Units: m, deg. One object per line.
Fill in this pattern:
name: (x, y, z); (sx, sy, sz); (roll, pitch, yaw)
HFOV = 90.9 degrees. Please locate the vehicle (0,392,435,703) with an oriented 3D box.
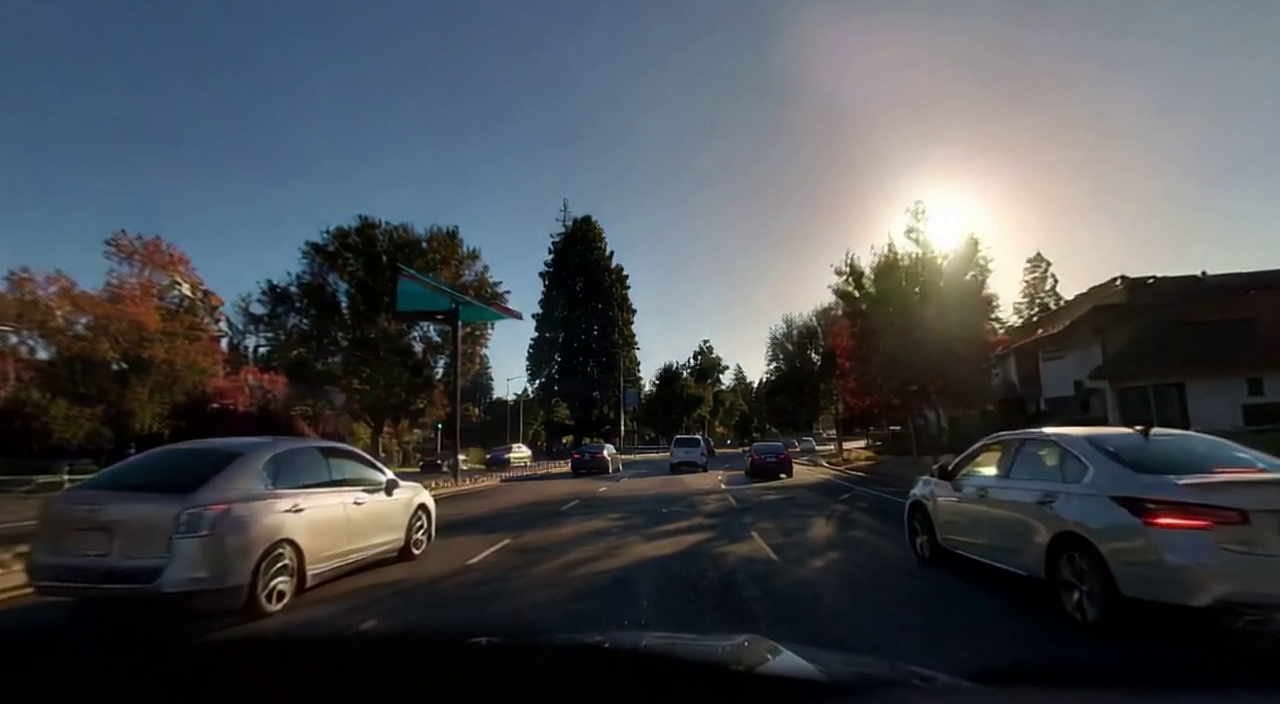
vehicle: (-3.421, 1.222, 4.524); (2.169, 1.468, 4.716); (-1, -9, 2)

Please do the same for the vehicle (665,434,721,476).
vehicle: (2.528, 4.739, 29.127); (2.250, 1.768, 4.574); (-2, -9, 8)

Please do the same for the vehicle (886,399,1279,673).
vehicle: (3.700, 1.299, 5.355); (1.859, 1.540, 3.454); (-1, -9, 1)

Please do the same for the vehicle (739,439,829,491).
vehicle: (4.416, 3.538, 20.038); (2.117, 1.472, 4.158); (-1, -9, 4)

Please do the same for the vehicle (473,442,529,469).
vehicle: (-8.892, 6.660, 40.802); (2.010, 1.598, 4.355); (-2, -9, 10)

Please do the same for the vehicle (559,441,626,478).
vehicle: (-2.010, 4.757, 28.158); (2.006, 1.464, 4.586); (-2, -9, 8)
